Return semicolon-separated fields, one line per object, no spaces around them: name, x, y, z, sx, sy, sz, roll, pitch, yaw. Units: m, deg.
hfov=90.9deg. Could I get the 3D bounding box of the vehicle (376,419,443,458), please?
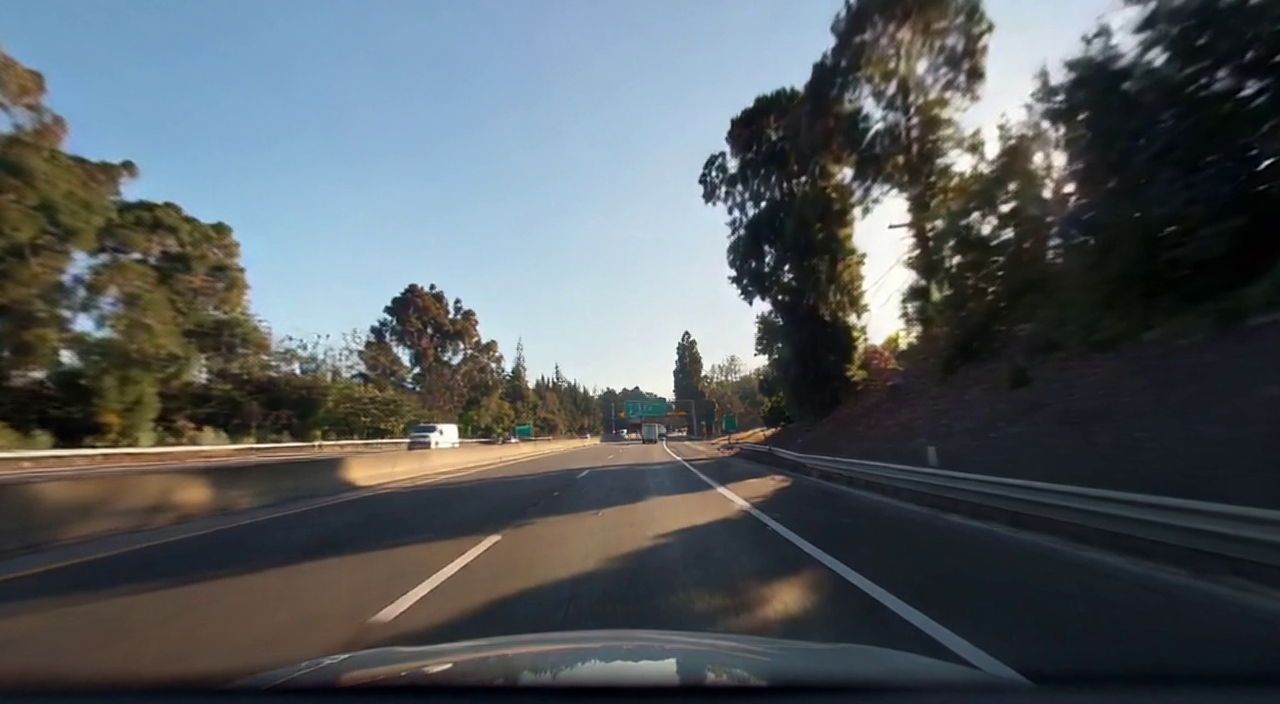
vehicle;-16.286;6.154;45.064;2.216;2.530;6.587;0;-8;1
